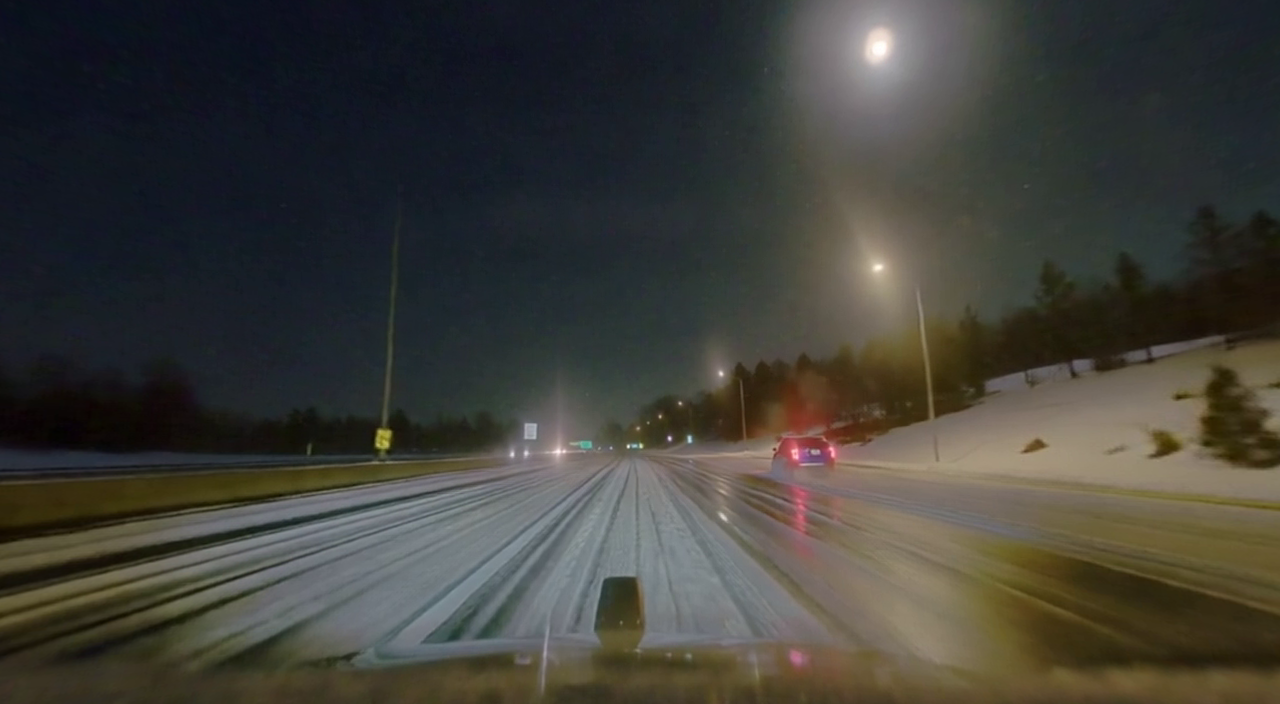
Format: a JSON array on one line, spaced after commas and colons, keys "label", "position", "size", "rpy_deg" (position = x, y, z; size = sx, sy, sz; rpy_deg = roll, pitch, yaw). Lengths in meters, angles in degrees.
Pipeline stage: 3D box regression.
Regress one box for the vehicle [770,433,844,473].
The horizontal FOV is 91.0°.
[{"label": "vehicle", "position": [7.709, 4.730, 29.544], "size": [2.091, 1.711, 4.383], "rpy_deg": [0, -9, -2]}]
